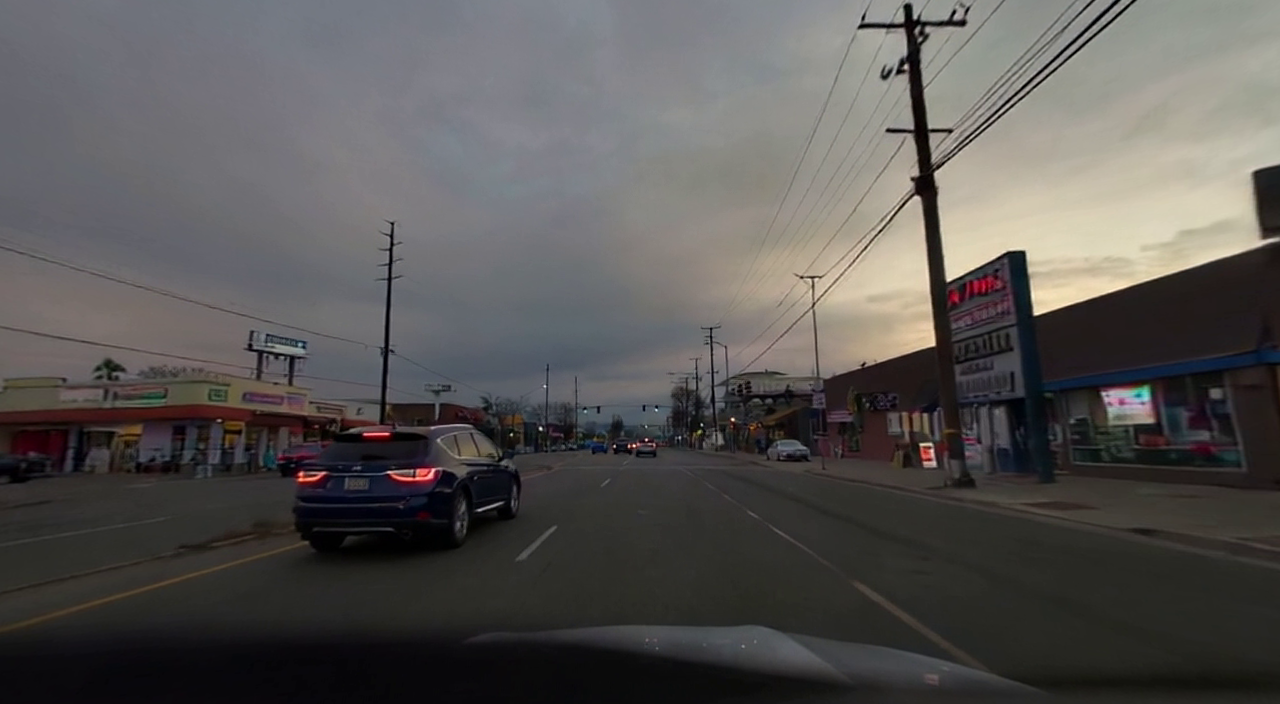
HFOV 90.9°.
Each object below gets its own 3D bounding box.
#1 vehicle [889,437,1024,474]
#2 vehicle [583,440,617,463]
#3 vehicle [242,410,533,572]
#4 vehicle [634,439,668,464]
[{"bbox_3d":[13.421,4.393,26.953,4.707,1.485,1.948,0,-9,-1],"label":"vehicle"},{"bbox_3d":[-2.710,6.876,43.665,1.950,1.450,4.257,-1,-9,2],"label":"vehicle"},{"bbox_3d":[-2.975,1.761,8.739,2.049,1.646,4.445,-1,-9,2],"label":"vehicle"},{"bbox_3d":[0.668,6.286,39.817,2.037,1.484,4.073,0,-9,1],"label":"vehicle"}]
